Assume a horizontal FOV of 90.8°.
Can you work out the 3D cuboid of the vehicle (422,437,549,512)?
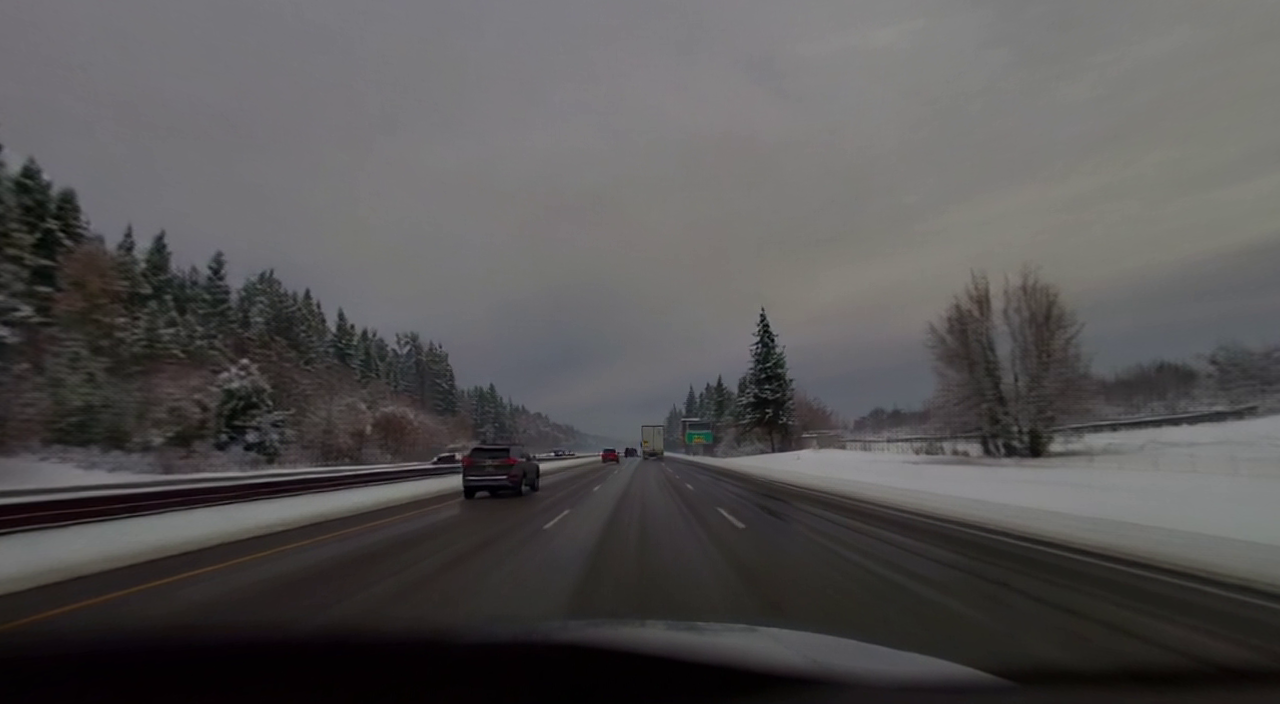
[{"bbox_3d":[-3.684,3.005,15.925,2.057,1.618,4.212,0,-9,1],"label":"vehicle"}]
